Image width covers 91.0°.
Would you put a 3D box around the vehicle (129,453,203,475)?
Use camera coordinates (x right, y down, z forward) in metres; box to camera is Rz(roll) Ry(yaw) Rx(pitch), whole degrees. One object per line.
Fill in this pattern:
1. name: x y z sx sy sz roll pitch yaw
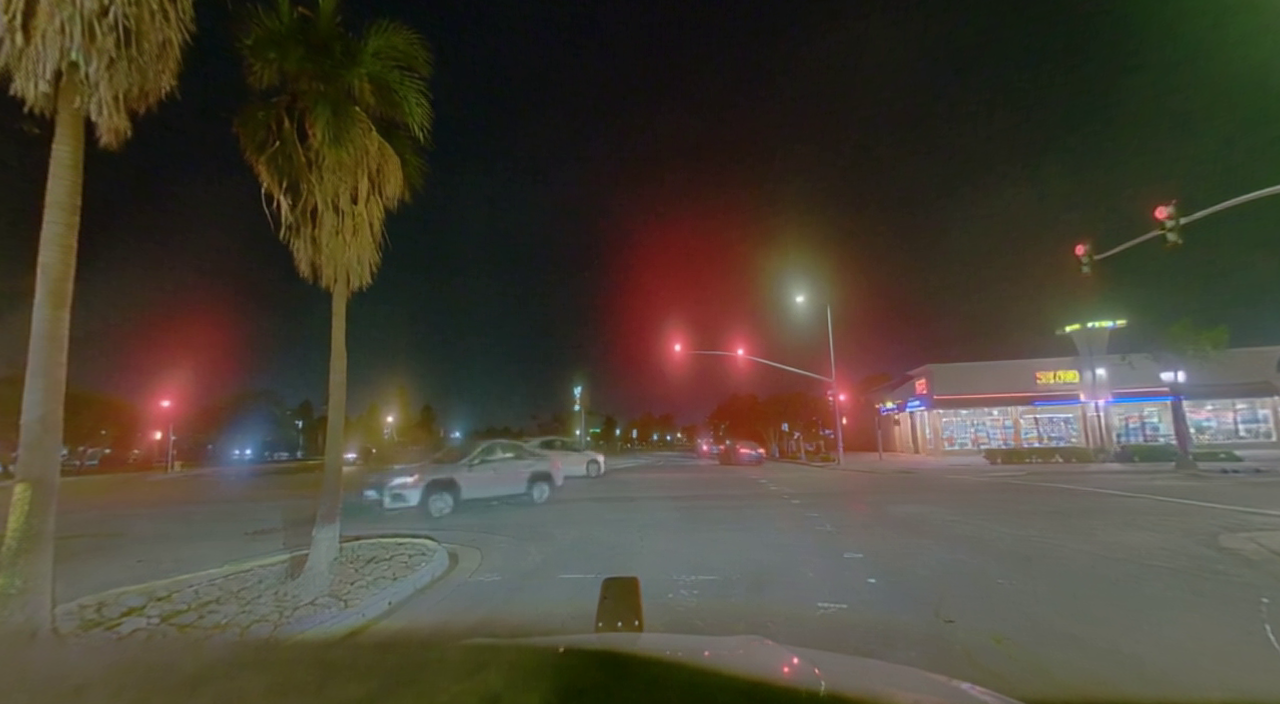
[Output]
1. vehicle: -37.226 8.810 49.612 2.160 1.565 4.868 0 -8 -1

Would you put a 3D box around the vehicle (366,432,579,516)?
1. vehicle: -3.466 2.540 13.580 1.828 1.512 4.035 -8 -12 44

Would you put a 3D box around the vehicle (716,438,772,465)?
1. vehicle: 6.401 6.162 39.190 1.890 1.572 3.826 3 -9 -16
